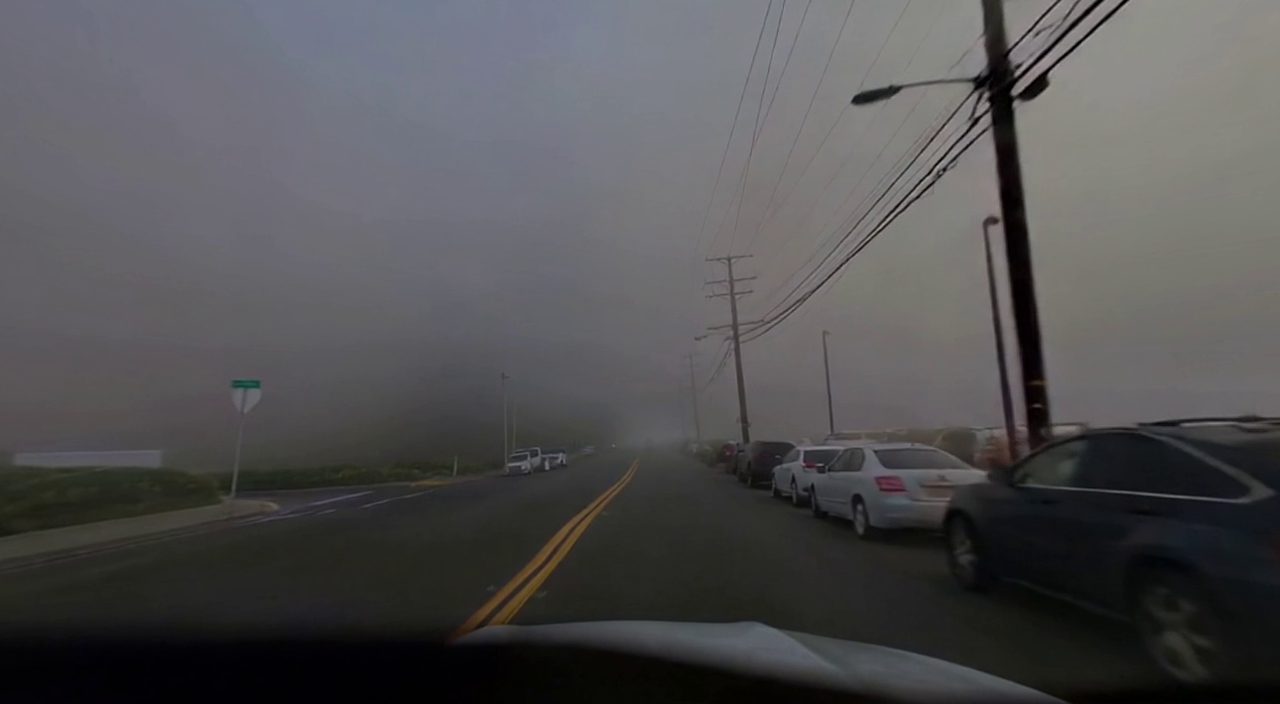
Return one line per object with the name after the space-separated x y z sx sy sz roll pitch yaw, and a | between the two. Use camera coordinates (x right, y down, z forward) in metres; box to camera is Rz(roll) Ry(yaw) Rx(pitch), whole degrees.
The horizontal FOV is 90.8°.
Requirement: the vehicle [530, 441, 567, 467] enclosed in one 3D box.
-6.967 7.785 48.387 2.131 1.793 4.384 -2 -8 0 | vehicle

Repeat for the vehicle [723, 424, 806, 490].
4.358 3.774 22.924 2.026 2.106 4.753 1 -9 0 | vehicle

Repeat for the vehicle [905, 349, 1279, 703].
3.917 1.152 4.387 1.952 1.849 4.837 1 -9 -1 | vehicle
